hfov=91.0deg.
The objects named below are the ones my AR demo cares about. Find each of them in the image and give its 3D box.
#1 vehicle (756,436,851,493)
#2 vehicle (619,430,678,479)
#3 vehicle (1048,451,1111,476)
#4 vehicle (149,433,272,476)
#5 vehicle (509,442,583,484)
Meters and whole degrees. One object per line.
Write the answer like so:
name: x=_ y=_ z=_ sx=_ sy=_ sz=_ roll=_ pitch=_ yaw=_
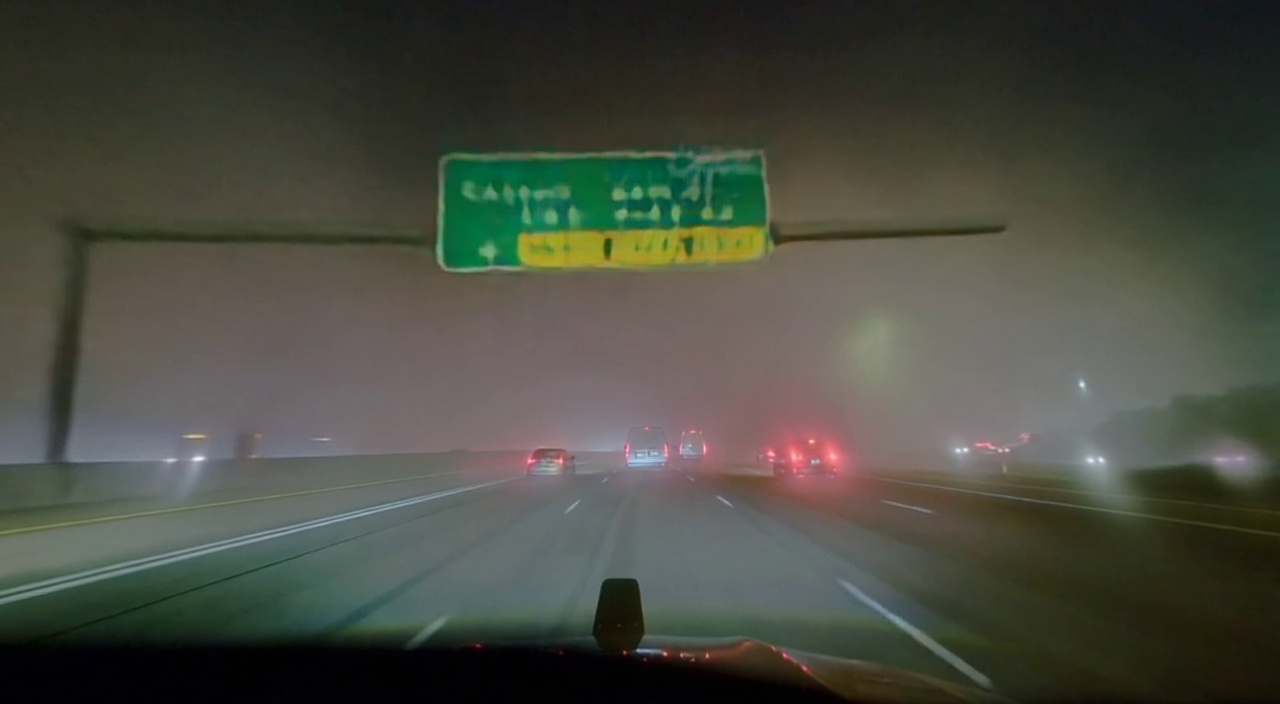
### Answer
vehicle: x=5.385 y=3.748 z=21.376 sx=2.146 sy=1.678 sz=4.489 roll=0 pitch=-9 yaw=2
vehicle: x=0.378 y=4.716 z=29.200 sx=2.509 sy=2.062 sz=4.639 roll=0 pitch=-9 yaw=1
vehicle: x=32.709 y=8.286 z=46.998 sx=2.039 sy=1.718 sz=4.674 roll=-1 pitch=-9 yaw=11
vehicle: x=-33.388 y=8.037 z=49.648 sx=2.918 sy=3.000 sz=9.282 roll=0 pitch=-8 yaw=2
vehicle: x=-3.687 y=4.474 z=25.726 sx=2.173 sy=1.542 sz=4.781 roll=0 pitch=-9 yaw=2
